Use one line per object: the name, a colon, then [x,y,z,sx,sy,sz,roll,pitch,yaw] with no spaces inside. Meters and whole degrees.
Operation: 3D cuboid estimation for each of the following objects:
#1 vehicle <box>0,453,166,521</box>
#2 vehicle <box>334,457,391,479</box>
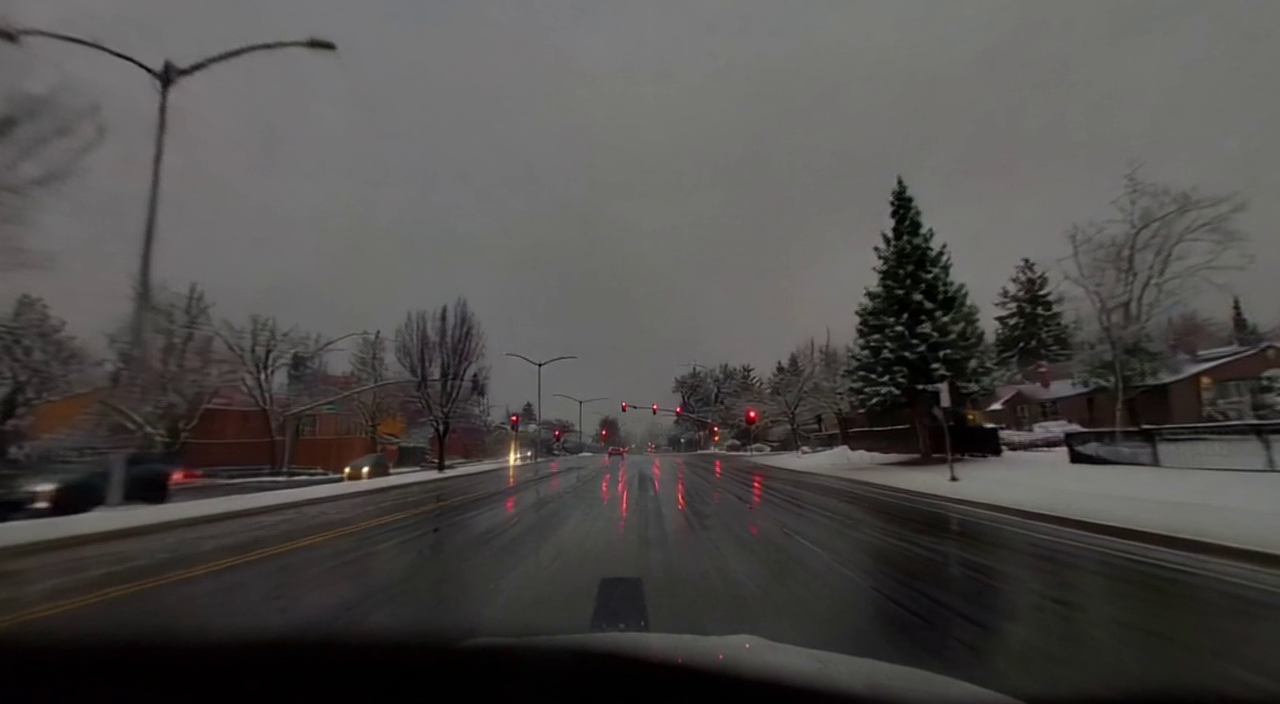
vehicle: [-16.669,3.893,18.672,1.935,1.686,4.202,-3,-9,0]
vehicle: [-20.368,8.534,46.543,2.035,1.453,4.600,0,-9,1]
